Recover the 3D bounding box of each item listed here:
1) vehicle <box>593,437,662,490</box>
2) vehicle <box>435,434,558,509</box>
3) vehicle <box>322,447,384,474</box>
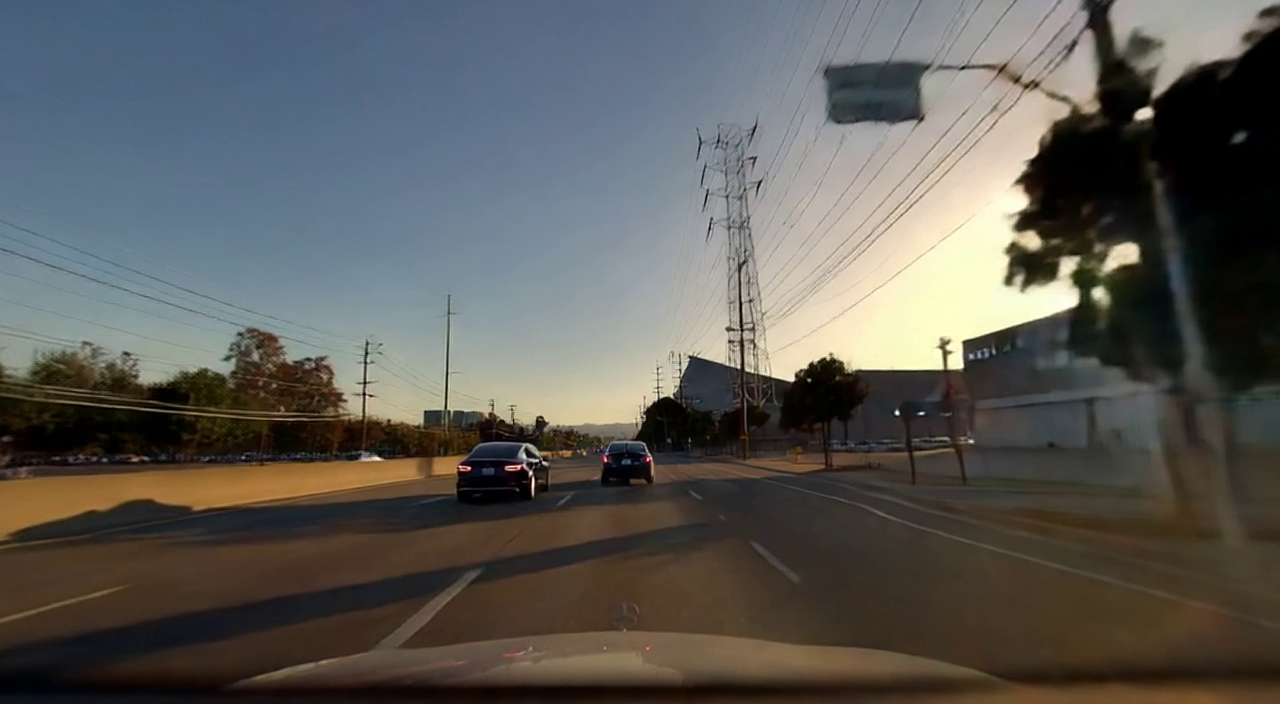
[{"bbox_3d":[-0.395,3.809,21.995,2.189,1.652,4.135,0,-8,0],"label":"vehicle"},{"bbox_3d":[-3.475,2.987,16.358,1.985,1.607,4.892,0,-8,1],"label":"vehicle"},{"bbox_3d":[-19.482,7.387,43.154,2.040,1.696,4.591,0,-8,0],"label":"vehicle"}]
